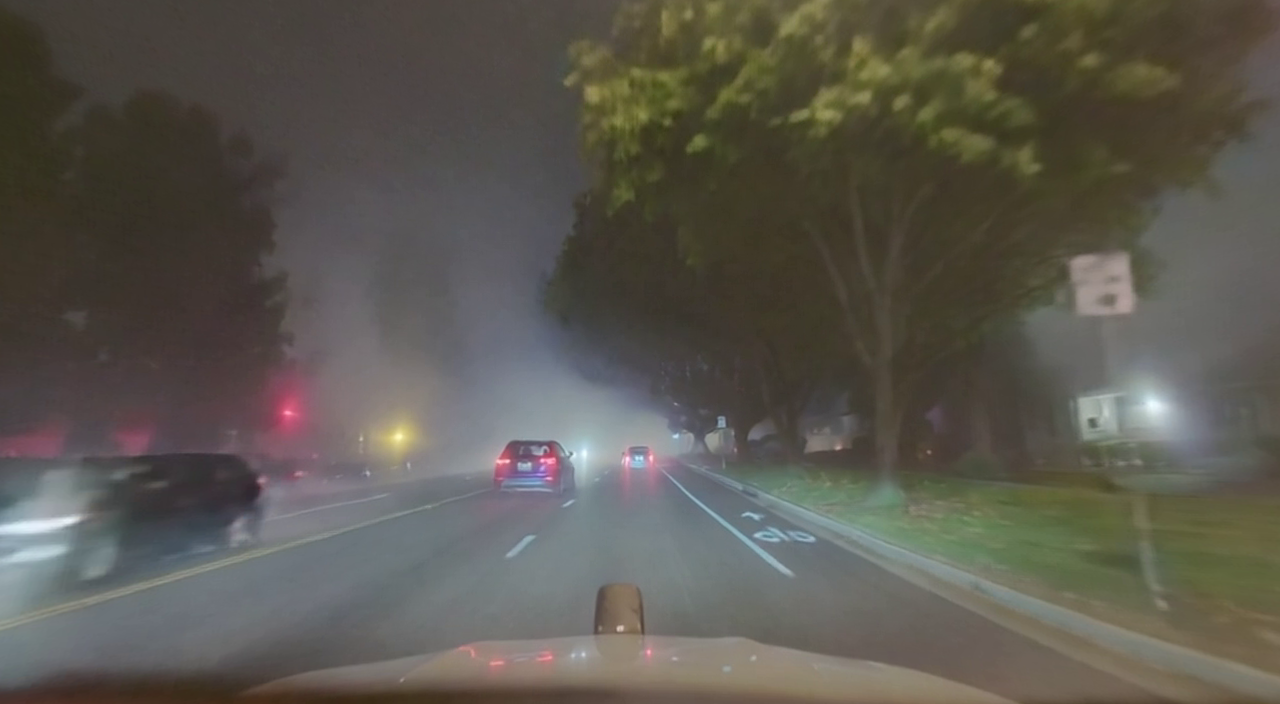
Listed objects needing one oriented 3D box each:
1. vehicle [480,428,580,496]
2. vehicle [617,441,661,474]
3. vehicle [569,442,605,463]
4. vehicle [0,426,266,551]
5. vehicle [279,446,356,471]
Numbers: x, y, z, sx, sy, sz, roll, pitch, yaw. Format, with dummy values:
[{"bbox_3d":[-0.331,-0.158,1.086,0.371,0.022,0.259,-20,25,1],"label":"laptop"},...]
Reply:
[{"bbox_3d":[-3.146,3.254,19.059,2.157,1.771,4.452,0,-8,1],"label":"vehicle"},{"bbox_3d":[-0.076,5.189,31.385,2.062,1.518,3.901,0,-8,0],"label":"vehicle"},{"bbox_3d":[-3.870,7.455,47.027,2.268,1.522,4.350,0,-8,0],"label":"vehicle"},{"bbox_3d":[-9.045,2.271,11.102,2.149,1.662,4.600,-4,-8,0],"label":"vehicle"},{"bbox_3d":[-22.465,7.410,44.171,4.203,1.693,2.072,0,-8,0],"label":"vehicle"}]
